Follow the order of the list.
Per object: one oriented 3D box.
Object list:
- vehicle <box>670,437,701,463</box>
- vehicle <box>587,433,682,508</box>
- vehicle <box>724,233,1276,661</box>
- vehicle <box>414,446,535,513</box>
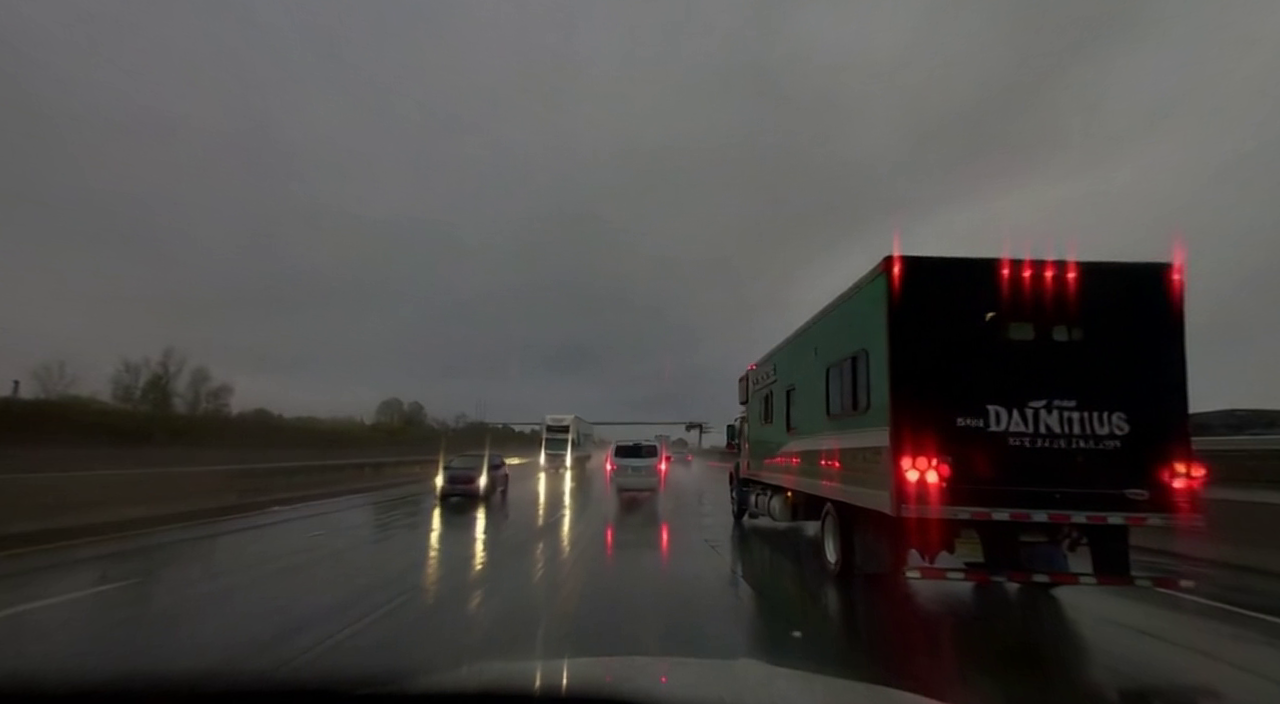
[{"bbox_3d":[3.490,7.578,48.800,2.020,1.874,4.431,0,-9,0],"label":"vehicle"},{"bbox_3d":[-0.110,3.075,16.714,2.201,1.719,4.058,0,-9,1],"label":"vehicle"},{"bbox_3d":[2.906,1.141,8.007,2.533,2.942,7.280,0,-9,-1],"label":"vehicle"},{"bbox_3d":[-4.020,3.137,16.025,1.933,1.465,3.898,0,-9,1],"label":"vehicle"}]
